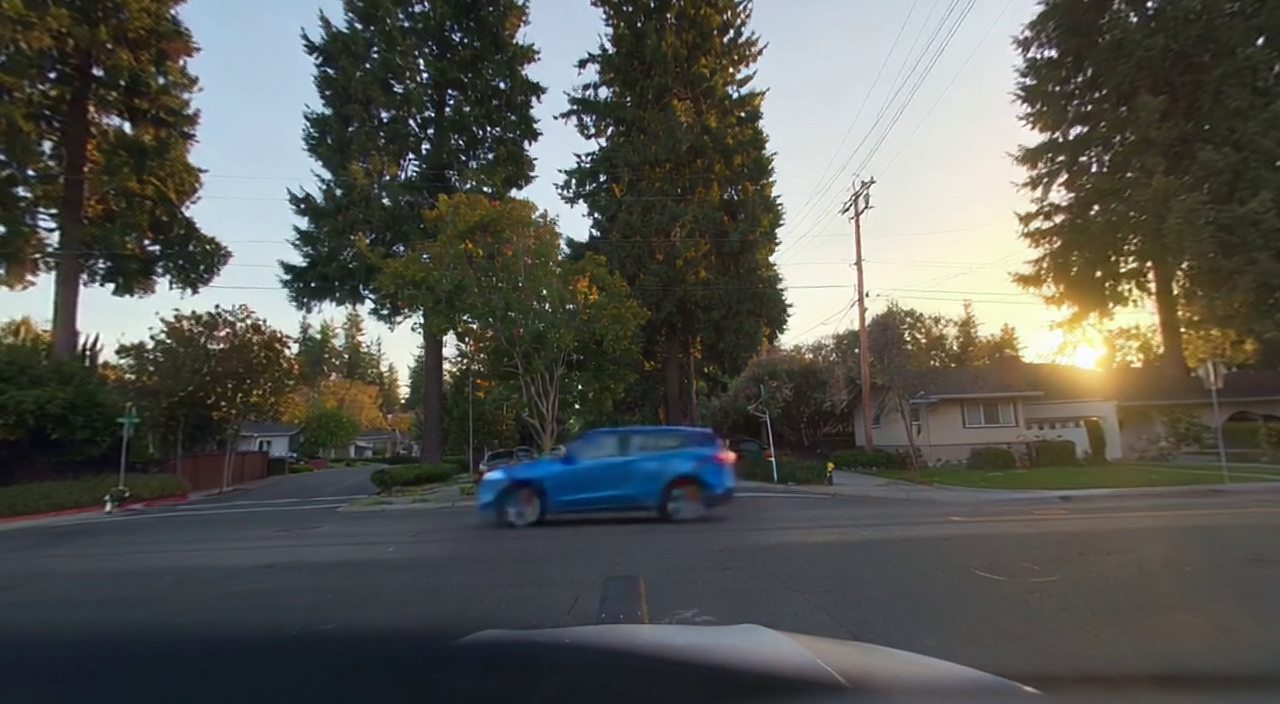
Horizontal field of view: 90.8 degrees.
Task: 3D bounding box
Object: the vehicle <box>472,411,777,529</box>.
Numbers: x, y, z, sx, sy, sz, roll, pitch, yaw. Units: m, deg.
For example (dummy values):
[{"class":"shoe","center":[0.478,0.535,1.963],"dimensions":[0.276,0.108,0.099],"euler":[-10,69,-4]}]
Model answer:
[{"class":"vehicle","center":[-0.266,2.027,11.176],"dimensions":[4.809,1.834,2.181],"euler":[0,-8,-2]}]
